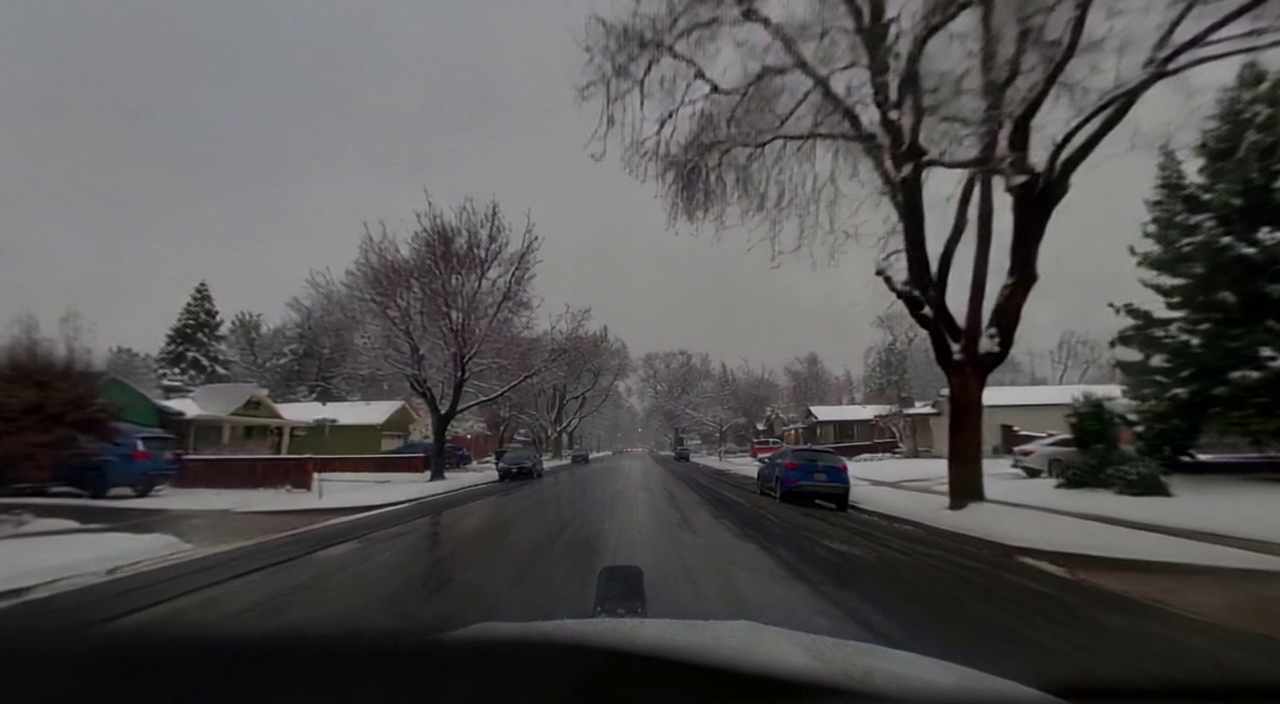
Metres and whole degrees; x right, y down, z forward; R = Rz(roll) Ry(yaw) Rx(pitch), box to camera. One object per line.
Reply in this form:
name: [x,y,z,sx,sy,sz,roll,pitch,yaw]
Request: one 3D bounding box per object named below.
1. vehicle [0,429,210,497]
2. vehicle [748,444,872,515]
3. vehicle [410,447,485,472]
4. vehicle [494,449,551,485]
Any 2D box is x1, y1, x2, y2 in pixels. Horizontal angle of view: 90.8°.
vehicle: [-15.112,3.077,17.679,4.530,1.777,2.107,0,-9,-2]
vehicle: [4.211,3.208,16.484,1.996,1.585,4.371,0,-9,0]
vehicle: [-12.329,6.920,40.669,4.135,1.567,1.944,0,-9,2]
vehicle: [-5.793,5.704,31.637,1.944,1.621,4.187,-1,-9,1]
